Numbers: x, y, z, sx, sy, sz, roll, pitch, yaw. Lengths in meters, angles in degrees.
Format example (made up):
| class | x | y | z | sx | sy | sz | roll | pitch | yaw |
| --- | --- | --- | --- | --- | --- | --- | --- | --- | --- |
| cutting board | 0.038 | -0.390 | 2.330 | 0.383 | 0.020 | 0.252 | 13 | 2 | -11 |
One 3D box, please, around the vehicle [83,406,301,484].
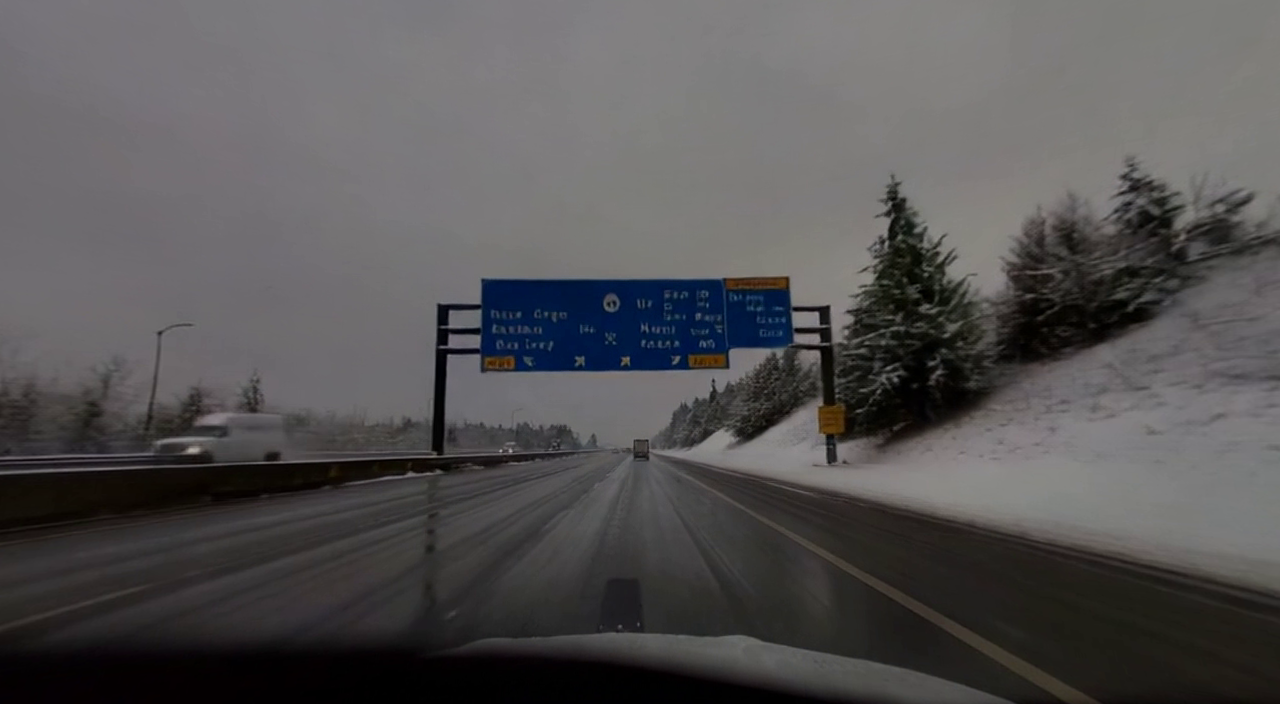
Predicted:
| class | x | y | z | sx | sy | sz | roll | pitch | yaw |
| --- | --- | --- | --- | --- | --- | --- | --- | --- | --- |
| vehicle | -19.307 | 4.204 | 28.346 | 2.853 | 2.929 | 9.362 | 0 | -9 | 0 |
